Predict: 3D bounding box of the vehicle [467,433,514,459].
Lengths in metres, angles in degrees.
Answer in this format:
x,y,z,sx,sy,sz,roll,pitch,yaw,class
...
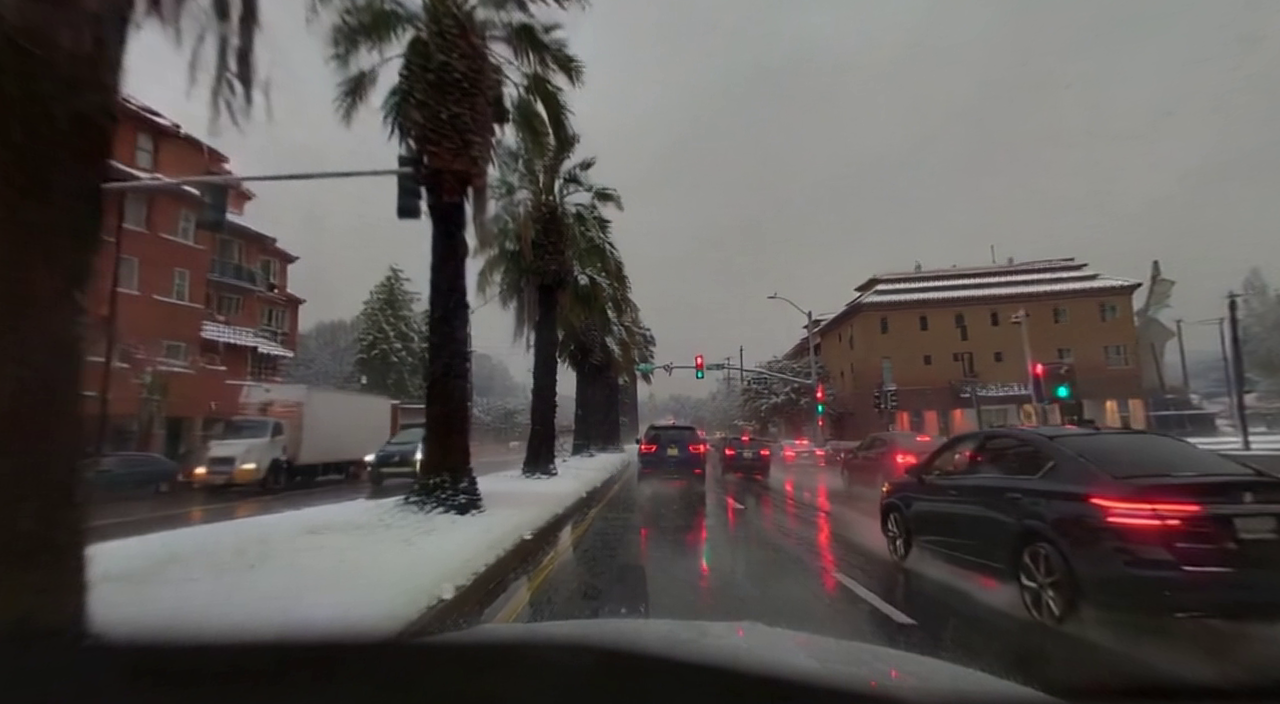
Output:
x,y,z,sx,sy,sz,roll,pitch,yaw,class
-10.687,6.739,45.337,2.097,1.759,4.416,-1,-9,3,vehicle

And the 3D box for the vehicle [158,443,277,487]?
x,y,z,sx,sy,sz,roll,pitch,yaw,class
-18.110,4.841,27.324,1.965,1.747,4.461,0,-9,1,vehicle

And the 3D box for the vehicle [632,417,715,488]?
x,y,z,sx,sy,sz,roll,pitch,yaw,class
1.106,3.468,21.928,2.487,2.115,5.444,-1,-9,2,vehicle

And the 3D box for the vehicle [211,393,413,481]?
x,y,z,sx,sy,sz,roll,pitch,yaw,class
-14.868,4.185,30.437,3.100,3.378,11.784,-1,-9,2,vehicle

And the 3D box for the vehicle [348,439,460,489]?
x,y,z,sx,sy,sz,roll,pitch,yaw,class
-7.983,3.818,21.818,2.101,1.538,4.253,-1,-9,2,vehicle

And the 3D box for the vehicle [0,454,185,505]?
x,y,z,sx,sy,sz,roll,pitch,yaw,class
-18.542,4.284,21.669,2.070,1.499,4.851,-1,-9,3,vehicle

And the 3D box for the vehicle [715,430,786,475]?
x,y,z,sx,sy,sz,roll,pitch,yaw,class
4.673,4.351,27.477,2.283,1.738,4.916,0,-9,1,vehicle

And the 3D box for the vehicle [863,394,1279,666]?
x,y,z,sx,sy,sz,roll,pitch,yaw,class
3.921,1.414,6.088,1.993,1.645,4.350,0,-9,1,vehicle
